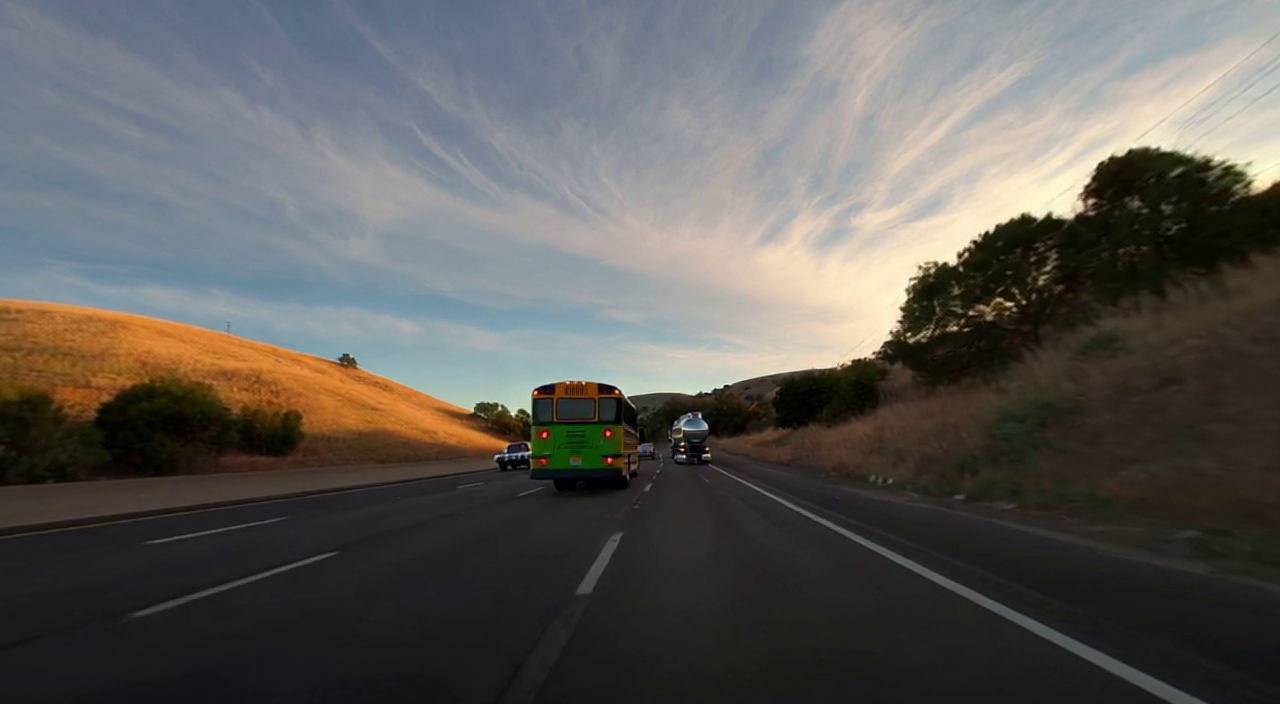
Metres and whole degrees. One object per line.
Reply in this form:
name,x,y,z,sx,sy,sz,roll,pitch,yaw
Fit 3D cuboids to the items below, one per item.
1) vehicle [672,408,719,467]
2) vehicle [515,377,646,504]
vehicle,3.687,5.956,43.400,2.716,3.705,7.018,0,-9,1
vehicle,-1.507,3.068,21.763,2.948,3.265,10.569,-1,-8,3
